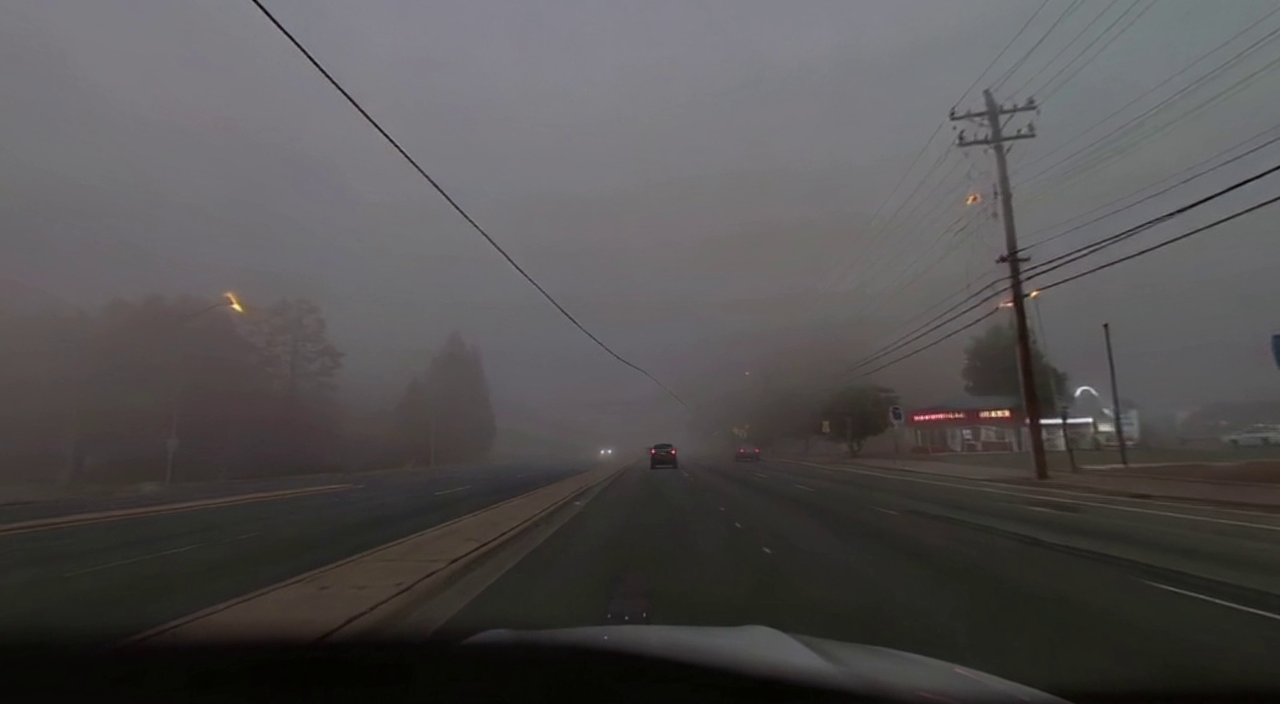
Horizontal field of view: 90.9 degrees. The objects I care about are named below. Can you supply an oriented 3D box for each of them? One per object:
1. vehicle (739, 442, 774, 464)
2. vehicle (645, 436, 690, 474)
[{"bbox_3d":[8.224,7.172,44.806,1.760,1.481,4.161,0,-8,0],"label":"vehicle"},{"bbox_3d":[1.381,5.426,33.383,2.141,1.842,4.889,0,-8,0],"label":"vehicle"}]
